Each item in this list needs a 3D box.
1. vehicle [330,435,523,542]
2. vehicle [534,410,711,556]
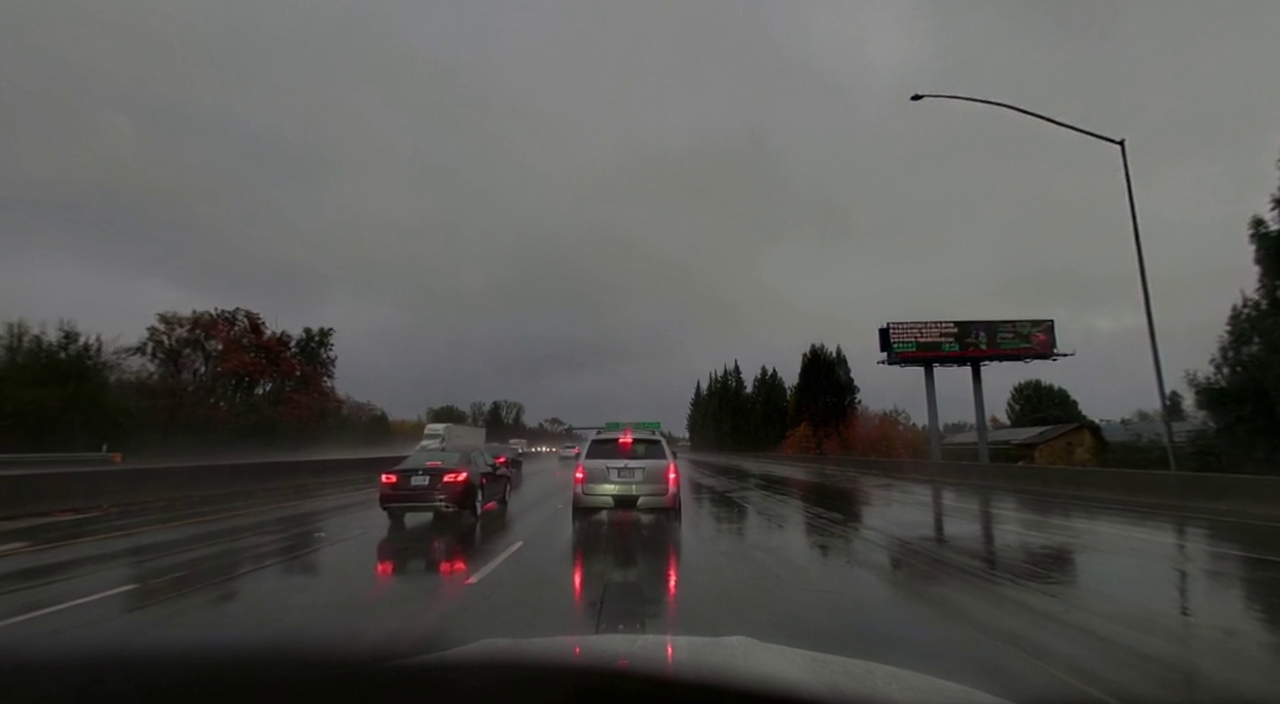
[{"bbox_3d":[-3.505,2.315,11.370,1.889,1.522,4.465,0,-9,0],"label":"vehicle"},{"bbox_3d":[-0.255,1.939,10.067,2.127,1.749,4.776,0,-9,-1],"label":"vehicle"}]
